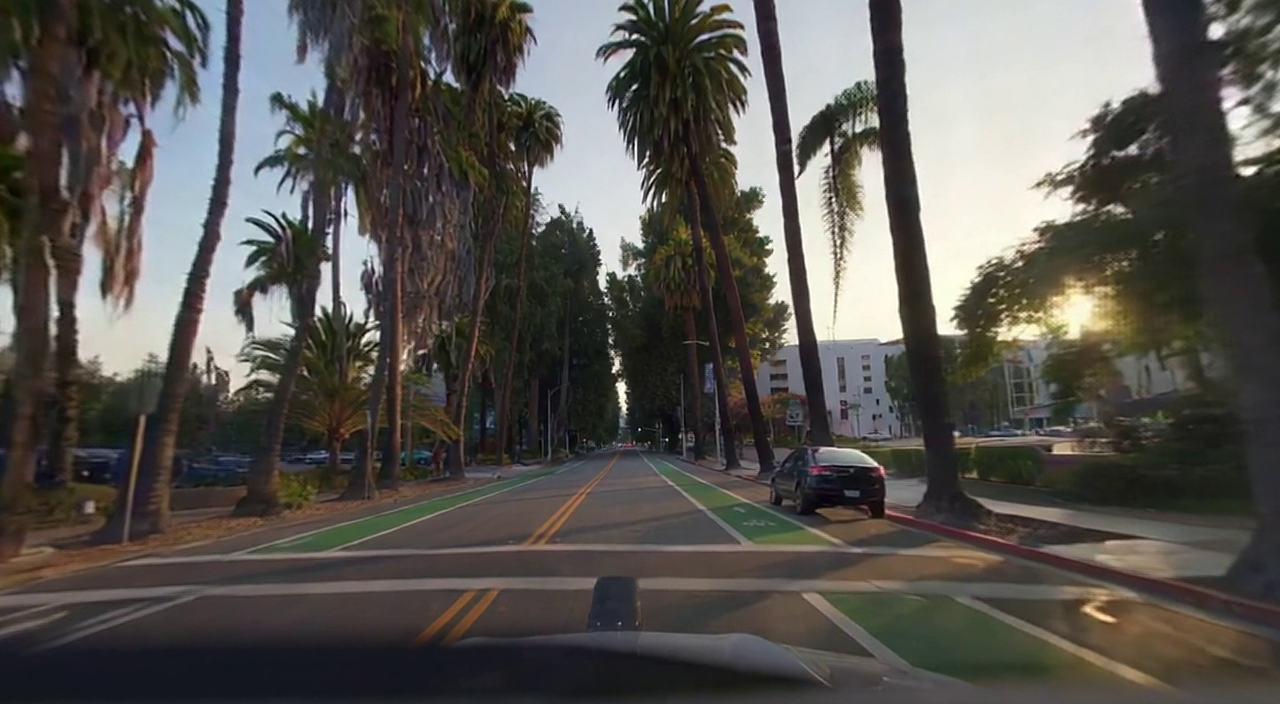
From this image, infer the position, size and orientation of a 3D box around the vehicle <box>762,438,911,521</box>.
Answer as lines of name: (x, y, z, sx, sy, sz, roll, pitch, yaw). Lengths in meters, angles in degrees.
vehicle: (4.387, 2.915, 14.961, 1.997, 1.640, 4.494, 0, -9, -1)
